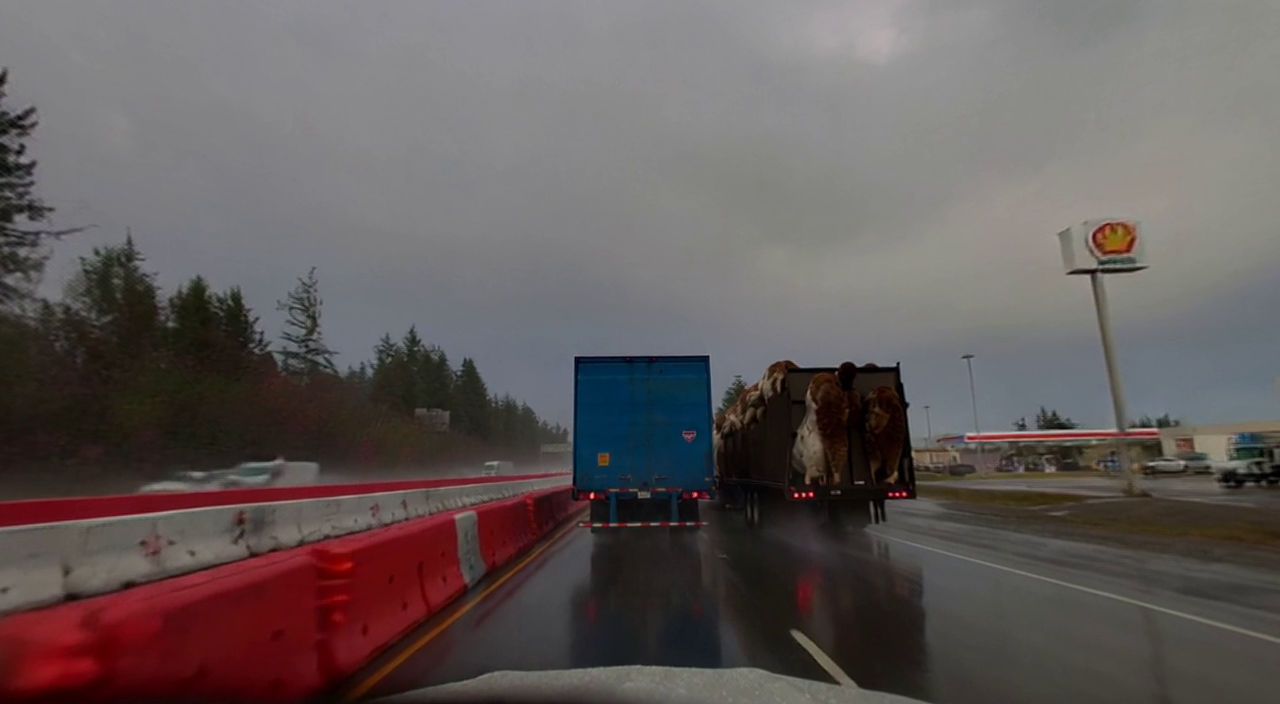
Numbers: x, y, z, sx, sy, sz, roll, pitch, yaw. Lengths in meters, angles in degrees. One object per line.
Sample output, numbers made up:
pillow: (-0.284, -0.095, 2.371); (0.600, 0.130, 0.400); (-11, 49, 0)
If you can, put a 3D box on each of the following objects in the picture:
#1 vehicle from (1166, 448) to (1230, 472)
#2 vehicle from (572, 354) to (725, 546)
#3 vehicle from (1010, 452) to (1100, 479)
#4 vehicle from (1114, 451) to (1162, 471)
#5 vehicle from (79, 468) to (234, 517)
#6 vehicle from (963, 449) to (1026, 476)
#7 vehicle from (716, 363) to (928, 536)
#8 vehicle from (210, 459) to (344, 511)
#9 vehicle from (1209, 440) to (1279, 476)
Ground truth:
vehicle: (36.864, 7.170, 41.601); (4.315, 1.469, 1.823); (7, -12, -31)
vehicle: (0.068, 2.466, 15.335); (2.618, 3.306, 8.676); (1, -10, -1)
vehicle: (24.602, 6.747, 37.527); (1.762, 1.470, 4.485); (3, -11, -10)
vehicle: (38.412, 8.451, 48.585); (3.565, 1.448, 1.866); (8, -13, -36)
vehicle: (-16.744, 4.862, 22.182); (1.892, 1.507, 4.458); (1, -10, -1)
vehicle: (24.739, 7.762, 44.124); (1.919, 1.722, 4.024); (1, -10, -2)
vehicle: (4.427, 2.901, 18.151); (2.936, 3.640, 9.443); (1, -10, -2)
vehicle: (-12.111, 4.456, 21.428); (1.891, 1.537, 4.321); (1, -10, 1)
vehicle: (31.199, 5.289, 31.225); (1.843, 1.655, 4.401); (1, -10, 0)
